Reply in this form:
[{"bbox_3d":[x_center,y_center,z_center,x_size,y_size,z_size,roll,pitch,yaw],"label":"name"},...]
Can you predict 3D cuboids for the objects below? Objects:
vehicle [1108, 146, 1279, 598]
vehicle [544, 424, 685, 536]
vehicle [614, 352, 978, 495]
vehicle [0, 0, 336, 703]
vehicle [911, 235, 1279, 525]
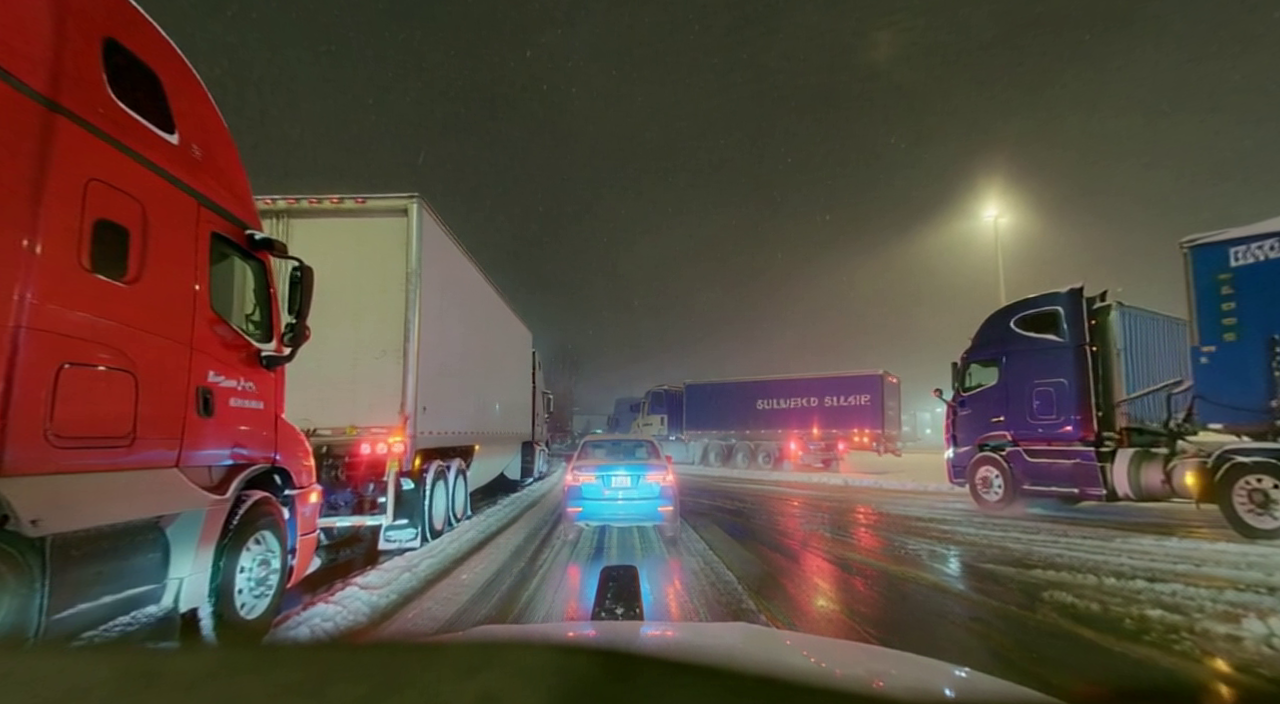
[{"bbox_3d":[11.163,-0.364,3.108,13.564,4.152,3.110,-9,-12,42],"label":"vehicle"},{"bbox_3d":[-0.402,2.270,11.631,2.140,1.682,3.971,0,-9,0],"label":"vehicle"},{"bbox_3d":[4.738,2.987,24.497,2.877,4.124,14.516,4,-10,-41],"label":"vehicle"},{"bbox_3d":[-3.953,-0.190,0.456,2.986,3.391,9.523,0,-9,-2],"label":"vehicle"},{"bbox_3d":[10.744,0.458,9.733,11.409,4.186,2.923,-8,-12,41],"label":"vehicle"}]
